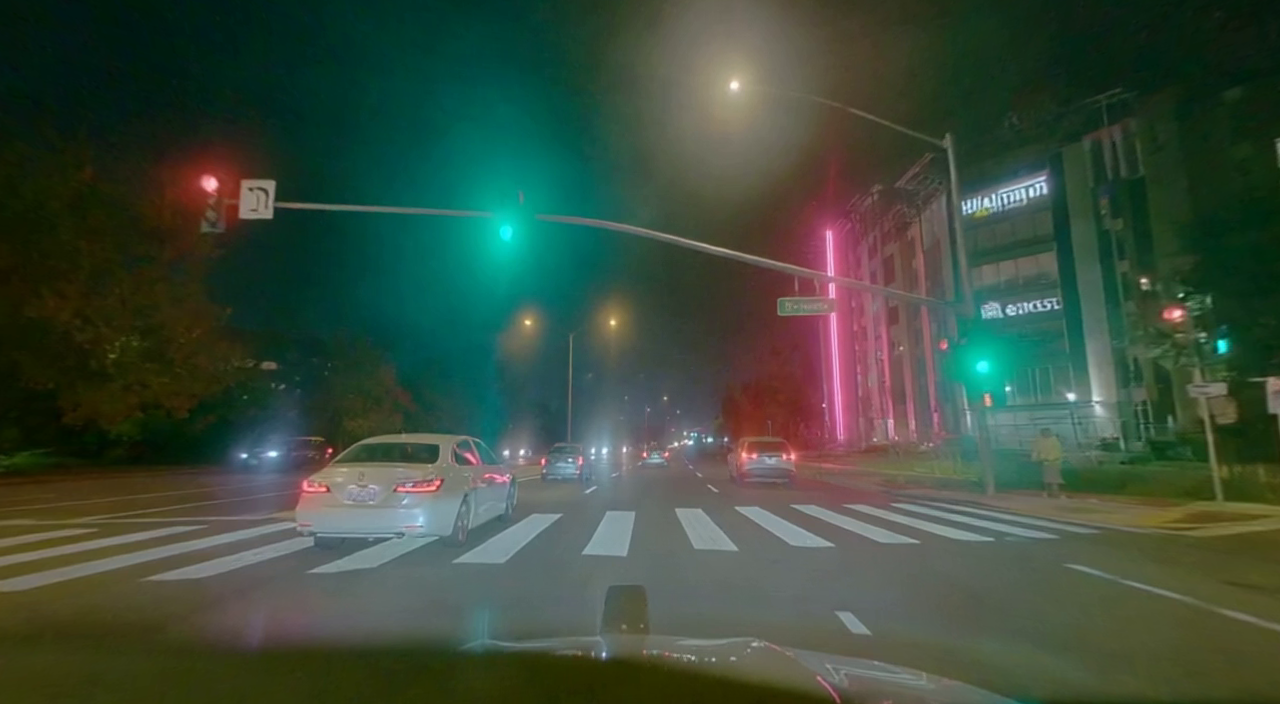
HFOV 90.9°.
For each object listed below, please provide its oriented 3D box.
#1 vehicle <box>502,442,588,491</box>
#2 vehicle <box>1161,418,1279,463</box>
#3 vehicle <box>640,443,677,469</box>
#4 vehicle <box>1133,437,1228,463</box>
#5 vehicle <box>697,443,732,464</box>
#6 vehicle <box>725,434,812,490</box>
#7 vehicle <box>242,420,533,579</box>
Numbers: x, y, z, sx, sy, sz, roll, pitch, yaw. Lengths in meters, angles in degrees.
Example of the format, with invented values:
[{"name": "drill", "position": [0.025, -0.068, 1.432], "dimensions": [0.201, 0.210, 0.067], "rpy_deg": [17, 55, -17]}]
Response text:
[{"name": "vehicle", "position": [-3.074, 3.788, 21.308], "dimensions": [1.980, 1.454, 4.226], "rpy_deg": [-1, -8, 4]}, {"name": "vehicle", "position": [35.109, 5.343, 37.969], "dimensions": [2.335, 2.458, 5.717], "rpy_deg": [0, -8, -2]}, {"name": "vehicle", "position": [1.193, 6.358, 38.841], "dimensions": [2.164, 1.477, 3.988], "rpy_deg": [-1, -8, 3]}, {"name": "vehicle", "position": [32.465, 5.867, 38.057], "dimensions": [1.842, 1.448, 4.443], "rpy_deg": [-1, -8, 1]}, {"name": "vehicle", "position": [5.720, 7.851, 48.849], "dimensions": [2.243, 1.557, 4.359], "rpy_deg": [0, -8, 1]}, {"name": "vehicle", "position": [4.197, 3.657, 21.302], "dimensions": [2.103, 1.699, 4.171], "rpy_deg": [0, -8, 1]}, {"name": "vehicle", "position": [-2.908, 1.801, 8.580], "dimensions": [2.118, 1.568, 4.436], "rpy_deg": [0, -8, 0]}]
